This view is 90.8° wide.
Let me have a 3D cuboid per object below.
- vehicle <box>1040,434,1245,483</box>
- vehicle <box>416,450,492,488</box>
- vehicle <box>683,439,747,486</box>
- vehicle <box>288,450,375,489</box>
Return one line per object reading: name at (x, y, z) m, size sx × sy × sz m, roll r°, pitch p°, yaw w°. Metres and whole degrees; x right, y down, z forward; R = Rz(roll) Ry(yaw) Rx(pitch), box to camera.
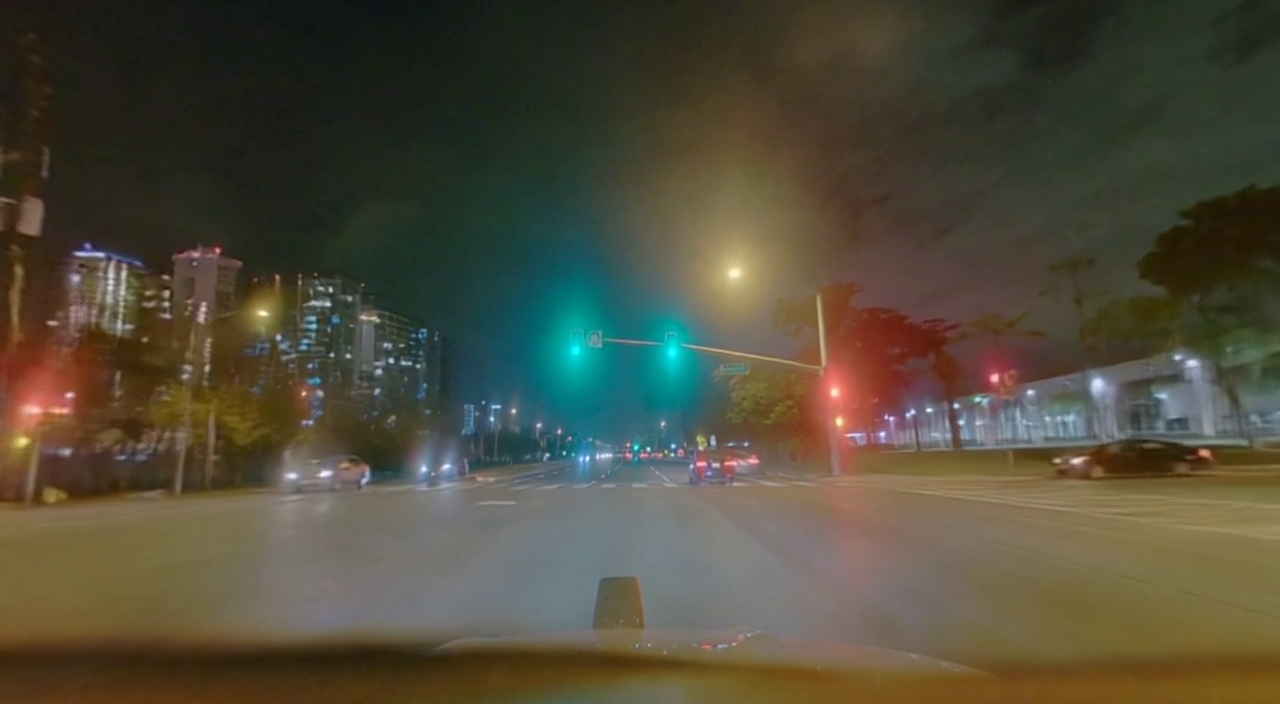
vehicle at (16.468, 3.526, 20.983) m, size 4.839 × 1.490 × 2.134 m, roll -1°, pitch -9°, yaw 5°
vehicle at (-7.996, 5.051, 27.579) m, size 1.963 × 1.472 × 4.584 m, roll -1°, pitch -9°, yaw -1°
vehicle at (3.074, 4.661, 26.872) m, size 2.069 × 1.761 × 4.610 m, roll 0°, pitch -9°, yaw -1°
vehicle at (-15.440, 5.867, 31.911) m, size 2.021 × 1.786 × 4.624 m, roll -1°, pitch -9°, yaw 0°
